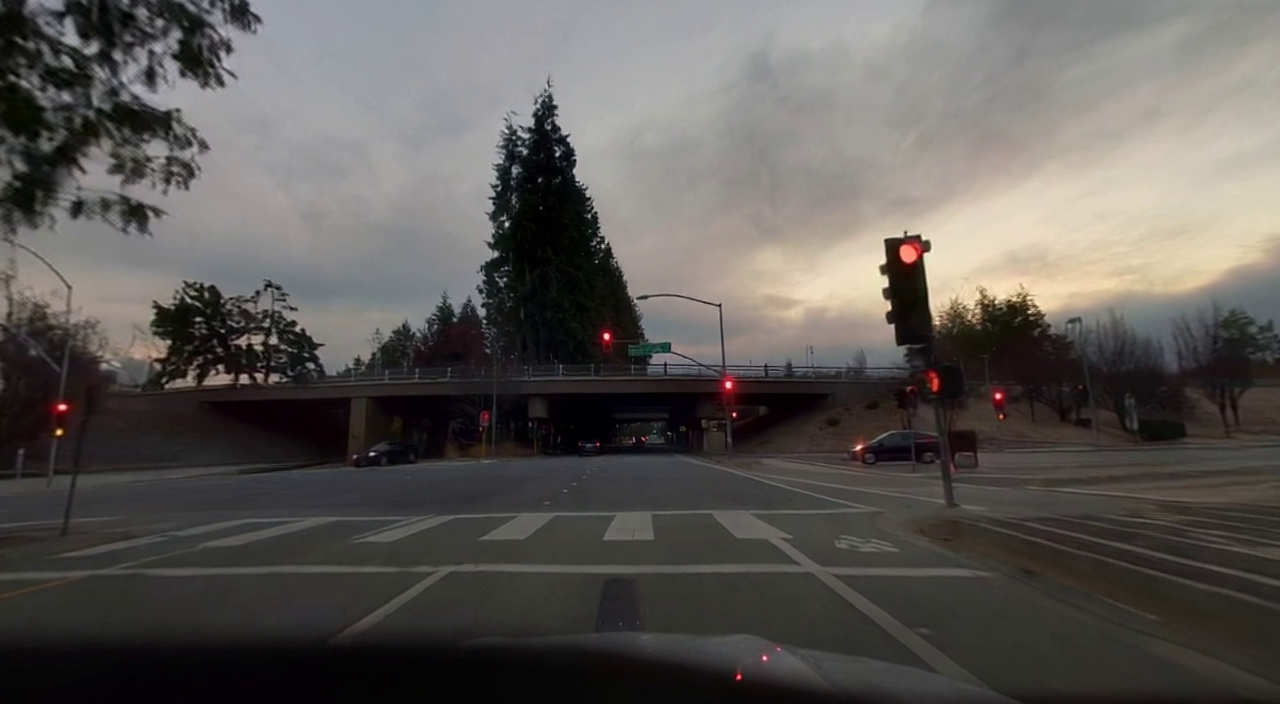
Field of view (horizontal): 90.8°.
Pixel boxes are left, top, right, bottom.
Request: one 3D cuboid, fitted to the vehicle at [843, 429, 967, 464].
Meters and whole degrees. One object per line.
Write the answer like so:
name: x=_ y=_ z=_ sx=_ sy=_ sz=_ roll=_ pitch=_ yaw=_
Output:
vehicle: x=11.650 y=4.160 z=27.888 sx=4.691 sy=1.466 sz=1.800 roll=1 pitch=-9 yaw=-7
